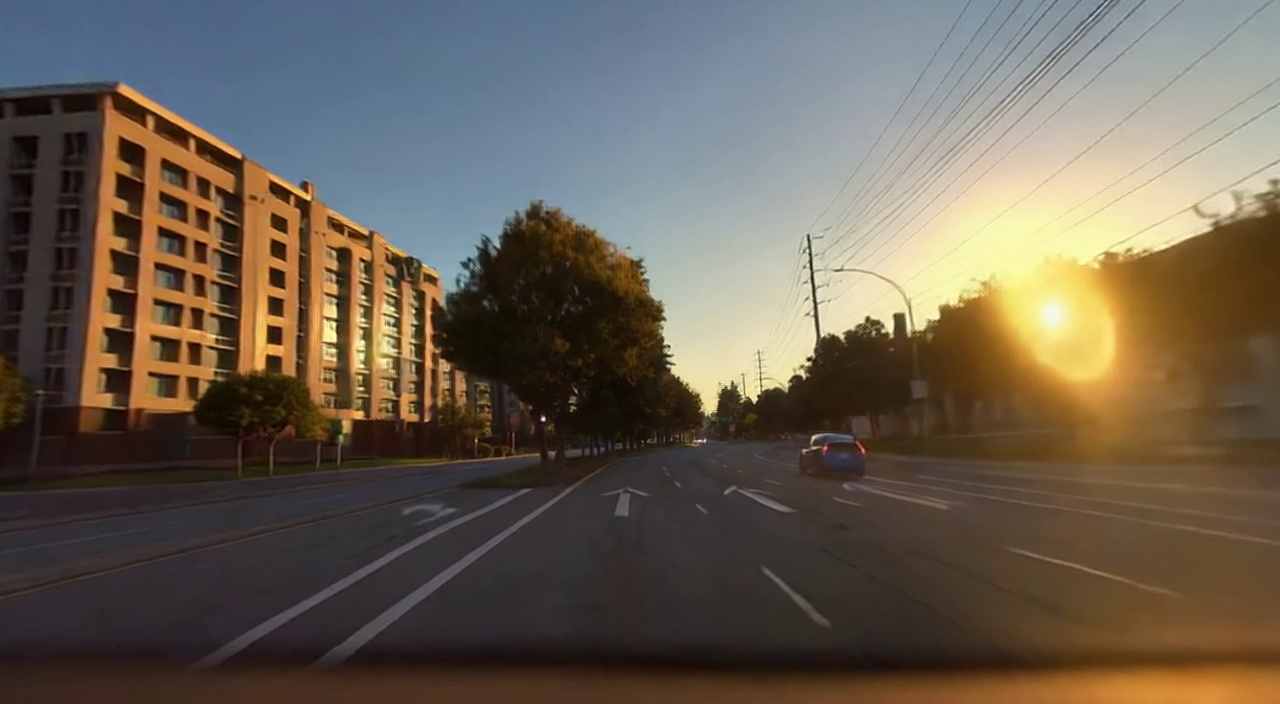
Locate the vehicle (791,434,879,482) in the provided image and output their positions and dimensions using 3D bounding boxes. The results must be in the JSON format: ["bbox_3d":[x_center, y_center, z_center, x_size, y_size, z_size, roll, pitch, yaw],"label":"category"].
[{"bbox_3d":[6.590,3.634,21.747,1.908,1.476,3.880,0,-9,2],"label":"vehicle"}]
